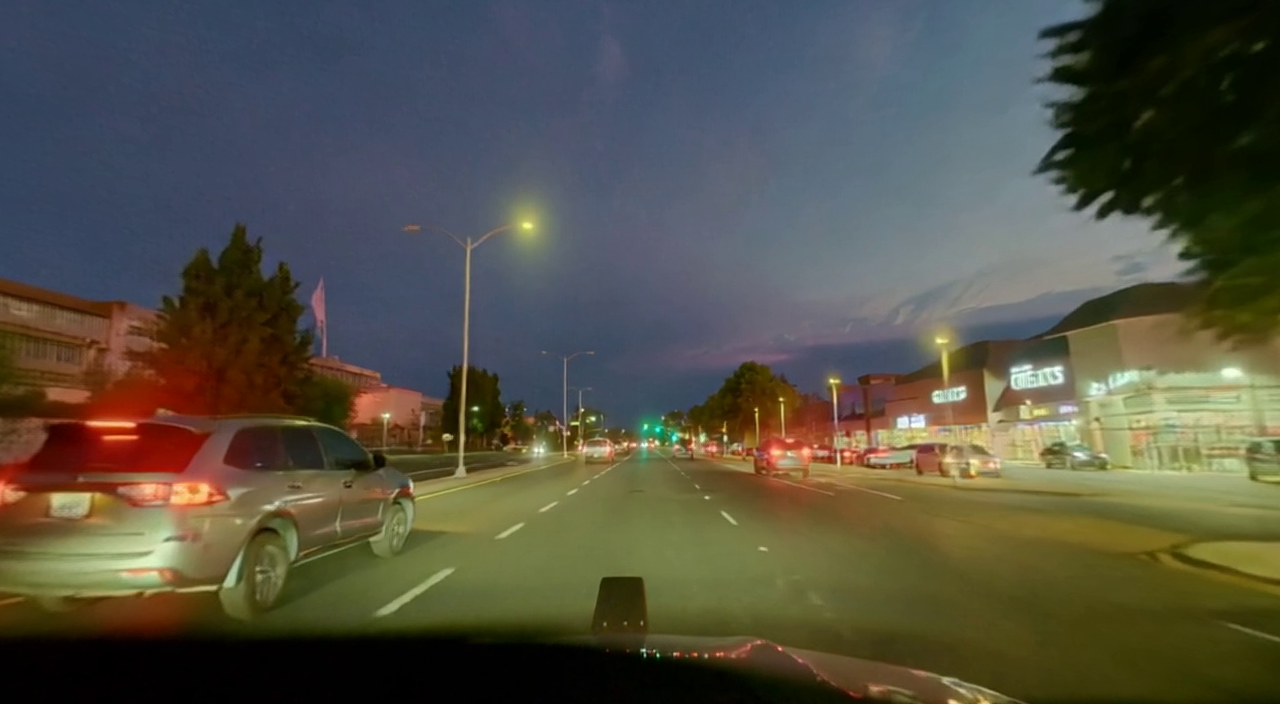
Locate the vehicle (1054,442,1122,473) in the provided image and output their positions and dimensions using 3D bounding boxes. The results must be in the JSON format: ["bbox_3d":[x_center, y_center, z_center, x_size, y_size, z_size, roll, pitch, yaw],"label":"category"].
[{"bbox_3d":[26.314,6.149,36.926,4.673,1.696,1.922,7,-11,-39],"label":"vehicle"}]

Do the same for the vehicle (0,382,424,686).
[{"bbox_3d":[-3.591,1.272,5.459,1.983,1.635,3.957,0,-8,0],"label":"vehicle"}]

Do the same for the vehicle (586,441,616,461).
[{"bbox_3d":[-2.939,7.598,48.290,2.005,1.446,4.265,0,-8,1],"label":"vehicle"}]

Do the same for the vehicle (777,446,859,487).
[{"bbox_3d":[6.688,4.326,24.225,1.888,1.425,4.547,0,-8,1],"label":"vehicle"}]

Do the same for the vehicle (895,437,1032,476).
[{"bbox_3d":[15.154,4.882,29.755,5.326,1.690,2.007,-8,-11,42],"label":"vehicle"}]
